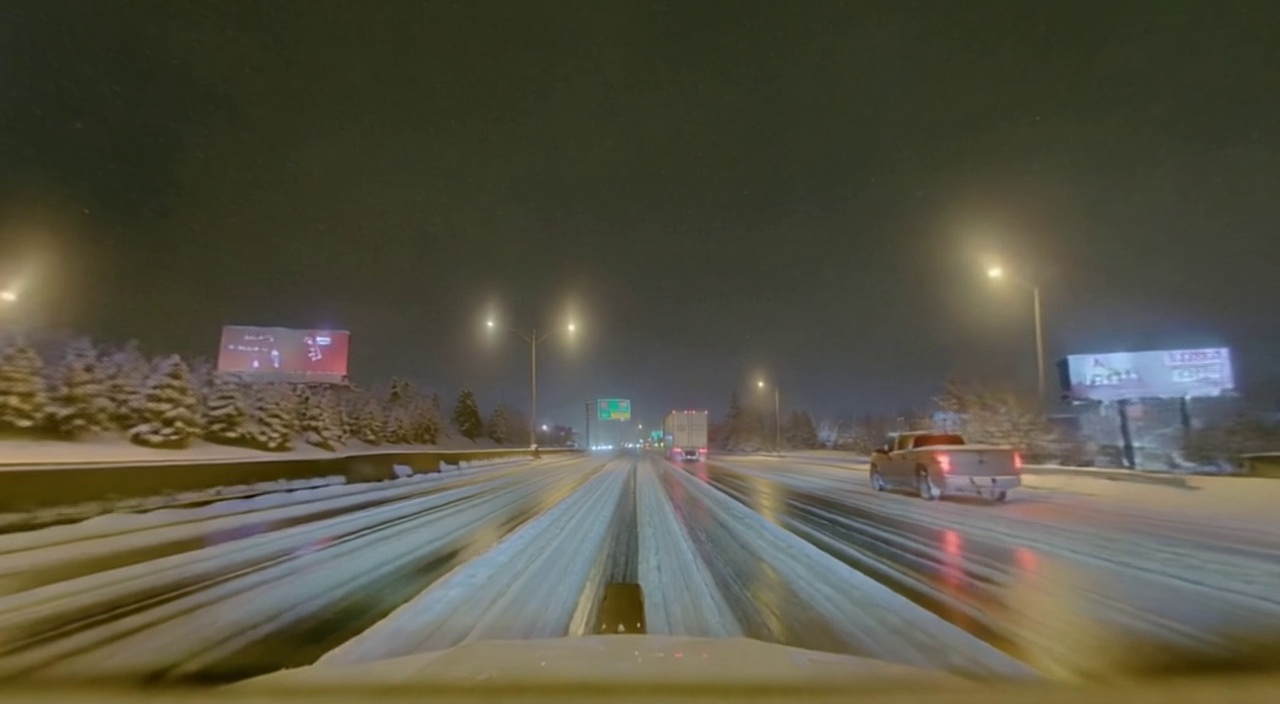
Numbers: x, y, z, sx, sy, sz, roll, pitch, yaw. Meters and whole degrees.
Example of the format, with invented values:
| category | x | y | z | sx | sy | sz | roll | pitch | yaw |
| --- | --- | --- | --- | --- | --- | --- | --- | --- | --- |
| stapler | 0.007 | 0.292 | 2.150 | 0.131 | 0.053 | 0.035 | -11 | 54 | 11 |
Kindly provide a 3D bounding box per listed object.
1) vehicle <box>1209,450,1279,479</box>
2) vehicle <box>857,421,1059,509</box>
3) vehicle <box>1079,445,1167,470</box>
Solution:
| category | x | y | z | sx | sy | sz | roll | pitch | yaw |
| --- | --- | --- | --- | --- | --- | --- | --- | --- | --- |
| vehicle | 36.122 | 6.499 | 36.550 | 4.238 | 1.479 | 1.822 | -2 | -8 | 1 |
| vehicle | 8.111 | 2.966 | 16.914 | 2.544 | 1.947 | 5.288 | 0 | -9 | -1 |
| vehicle | 35.827 | 7.853 | 46.774 | 4.887 | 1.728 | 1.965 | 1 | -9 | -2 |
